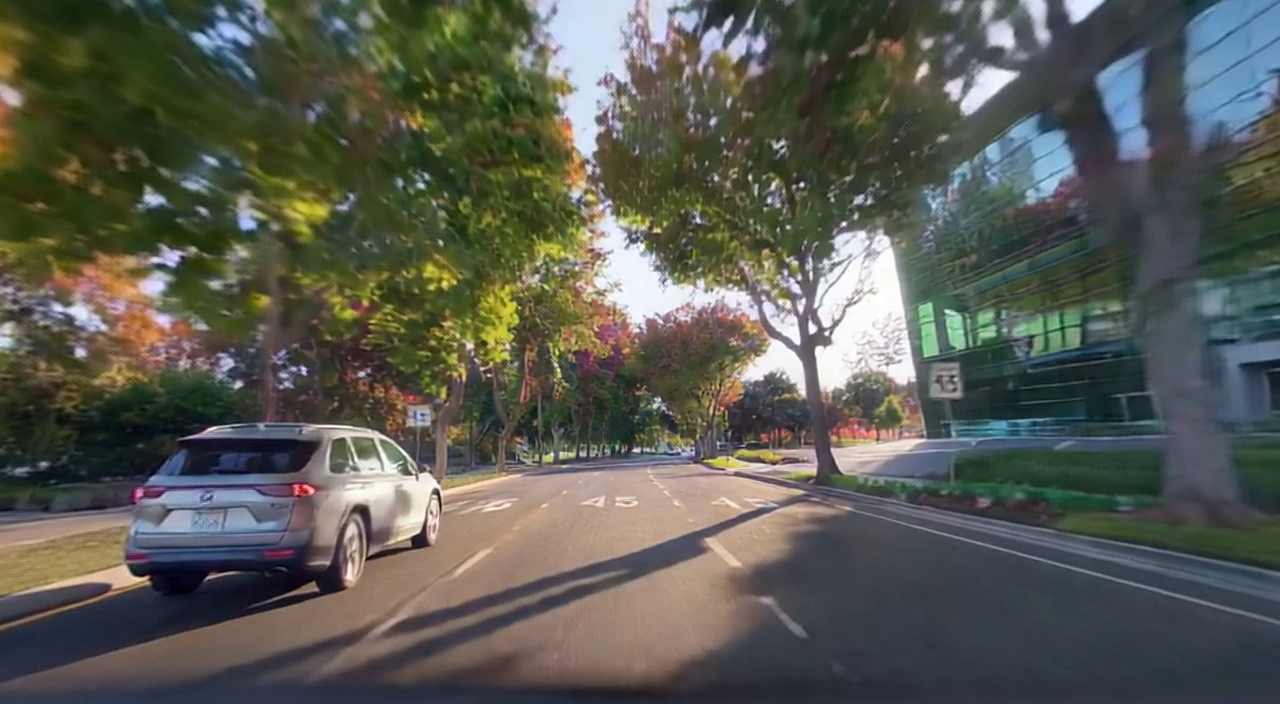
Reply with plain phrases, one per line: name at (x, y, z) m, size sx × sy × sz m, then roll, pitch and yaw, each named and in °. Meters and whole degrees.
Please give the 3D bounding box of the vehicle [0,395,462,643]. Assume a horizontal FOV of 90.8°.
vehicle at (-3.584, 1.508, 6.738) m, size 2.067 × 1.700 × 4.561 m, roll 0°, pitch -9°, yaw -1°
